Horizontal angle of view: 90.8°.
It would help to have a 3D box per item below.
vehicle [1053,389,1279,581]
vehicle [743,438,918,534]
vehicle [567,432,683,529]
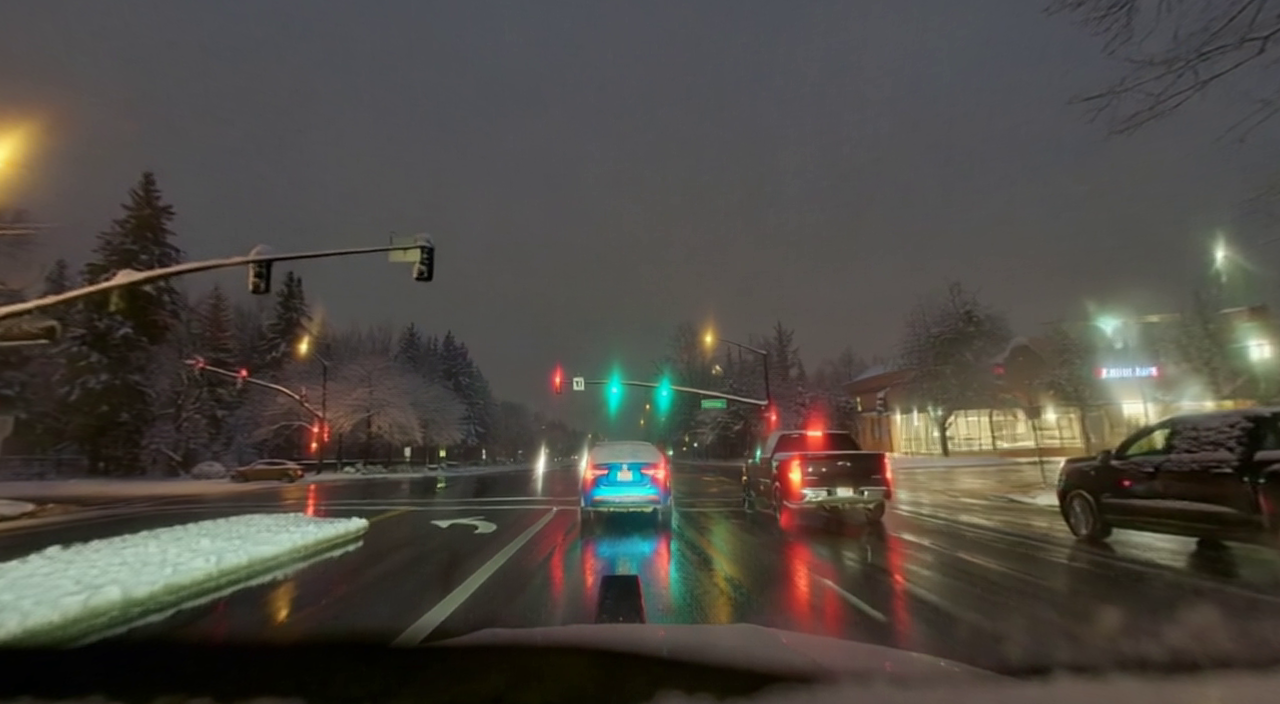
[{"bbox_3d":[7.580,1.411,6.850,2.240,1.923,5.678,0,-8,-1],"label":"vehicle"},{"bbox_3d":[3.506,2.534,12.707,1.955,1.550,4.587,0,-8,-2],"label":"vehicle"},{"bbox_3d":[-0.285,2.534,12.980,2.037,1.674,3.693,0,-8,-1],"label":"vehicle"}]
